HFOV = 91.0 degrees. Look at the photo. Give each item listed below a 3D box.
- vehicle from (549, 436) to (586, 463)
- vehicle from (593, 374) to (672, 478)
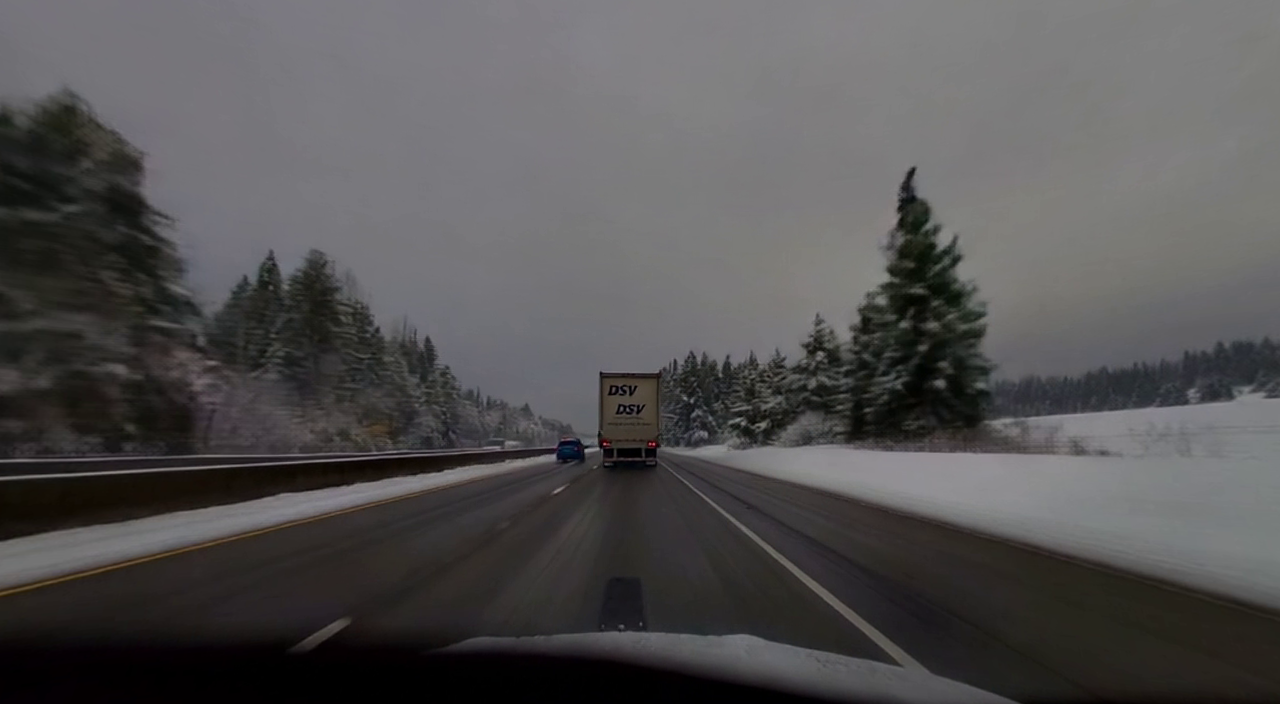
[{"bbox_3d":[-5.085,6.889,44.648,2.086,1.778,4.544,0,-8,0],"label":"vehicle"},{"bbox_3d":[-0.397,3.517,29.036,2.969,3.957,10.270,0,-8,-1],"label":"vehicle"}]
